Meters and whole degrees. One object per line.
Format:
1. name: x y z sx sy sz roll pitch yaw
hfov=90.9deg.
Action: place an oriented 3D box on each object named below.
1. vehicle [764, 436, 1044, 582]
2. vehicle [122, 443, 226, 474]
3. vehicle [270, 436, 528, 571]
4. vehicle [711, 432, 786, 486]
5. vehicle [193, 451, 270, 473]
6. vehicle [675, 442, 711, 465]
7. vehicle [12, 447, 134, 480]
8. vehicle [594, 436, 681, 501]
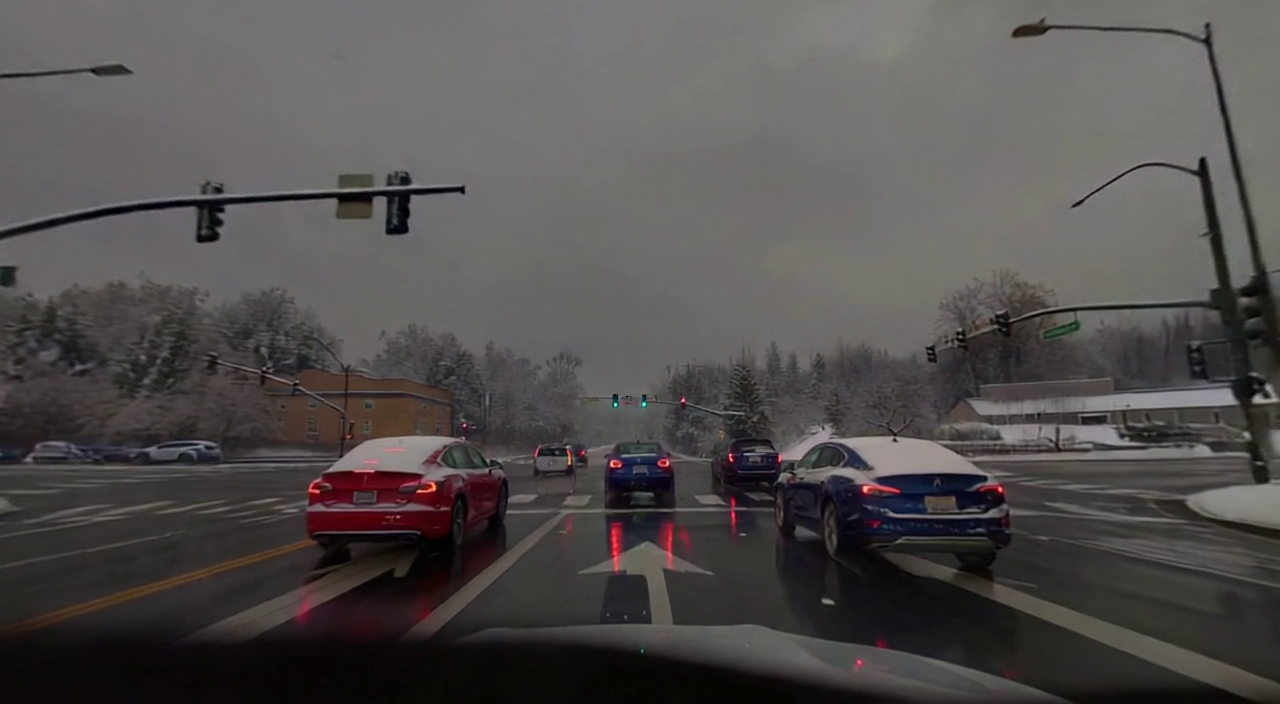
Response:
1. vehicle: 3.262 1.983 9.050 1.951 1.522 4.614 0 -8 -1
2. vehicle: -29.199 6.676 39.597 4.916 1.793 2.082 -1 -8 3
3. vehicle: -3.102 2.027 9.313 2.015 1.478 4.407 0 -8 1
4. vehicle: 3.768 3.796 22.570 1.938 1.732 4.006 0 -8 0
5. vehicle: -28.811 7.761 44.456 4.349 1.429 1.819 -2 -9 8
6. vehicle: 3.922 7.637 47.521 2.138 1.624 4.417 0 -8 -3
7. vehicle: -30.306 5.962 33.785 4.427 1.629 2.213 -1 -8 3
8. vehicle: -0.189 3.190 17.708 2.144 1.563 4.218 0 -9 -3
